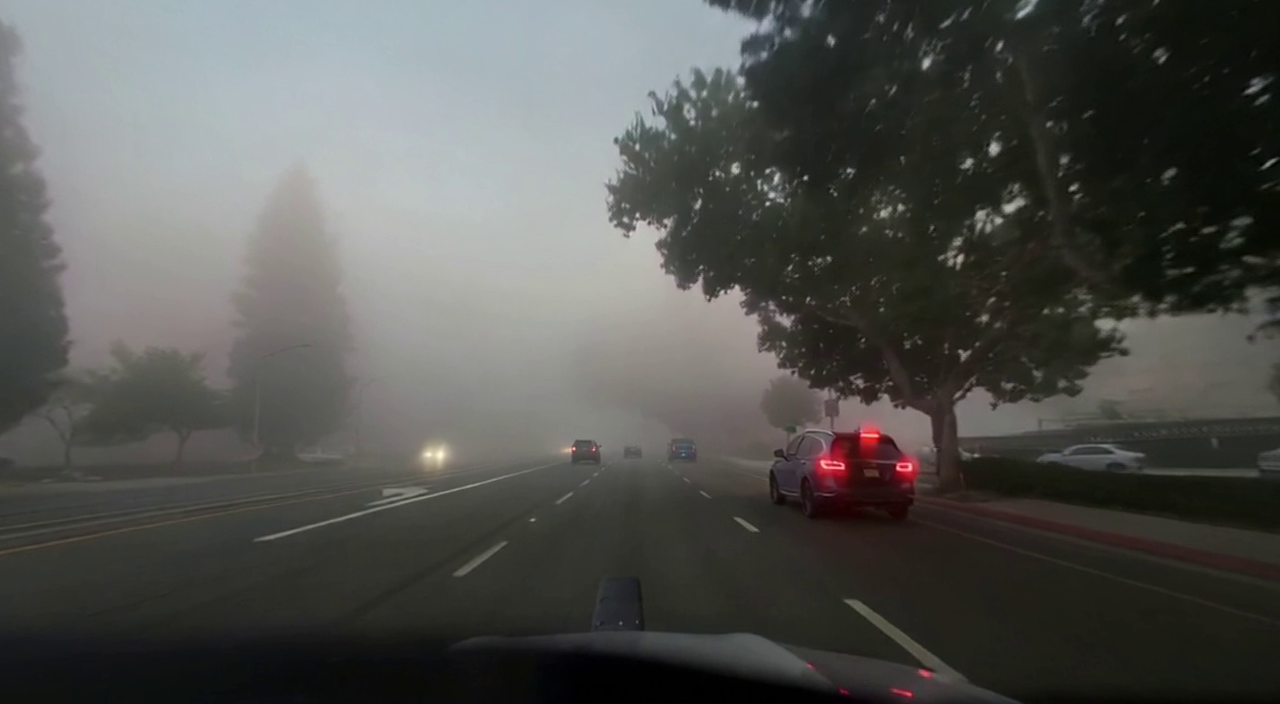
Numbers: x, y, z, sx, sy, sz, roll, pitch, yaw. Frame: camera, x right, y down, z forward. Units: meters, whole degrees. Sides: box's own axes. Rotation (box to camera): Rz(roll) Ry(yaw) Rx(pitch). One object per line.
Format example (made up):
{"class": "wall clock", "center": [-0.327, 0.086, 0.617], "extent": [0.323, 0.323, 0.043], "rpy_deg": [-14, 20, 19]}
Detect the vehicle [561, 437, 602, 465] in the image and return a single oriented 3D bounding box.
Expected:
{"class": "vehicle", "center": [-3.920, 6.759, 43.403], "extent": [2.220, 1.793, 4.885], "rpy_deg": [0, -8, 1]}

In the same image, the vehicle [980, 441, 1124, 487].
{"class": "vehicle", "center": [16.379, 4.453, 25.290], "extent": [4.407, 1.494, 1.799], "rpy_deg": [-3, -8, 0]}

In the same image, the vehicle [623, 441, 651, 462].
{"class": "vehicle", "center": [-0.247, 7.502, 47.832], "extent": [2.074, 1.463, 4.016], "rpy_deg": [0, -8, -1]}

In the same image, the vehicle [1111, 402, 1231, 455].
{"class": "vehicle", "center": [36.893, 5.369, 43.973], "extent": [5.871, 3.300, 2.842], "rpy_deg": [-1, -10, -10]}

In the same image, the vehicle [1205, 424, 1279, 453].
{"class": "vehicle", "center": [43.686, 6.173, 44.992], "extent": [5.684, 1.930, 2.025], "rpy_deg": [2, -8, -13]}

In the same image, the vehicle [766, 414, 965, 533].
{"class": "vehicle", "center": [3.899, 2.177, 11.907], "extent": [2.060, 1.816, 4.343], "rpy_deg": [0, -8, -1]}

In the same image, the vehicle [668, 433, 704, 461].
{"class": "vehicle", "center": [3.402, 7.123, 47.456], "extent": [2.197, 2.034, 4.667], "rpy_deg": [1, -8, -2]}

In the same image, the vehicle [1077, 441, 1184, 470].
{"class": "vehicle", "center": [28.073, 5.923, 36.267], "extent": [4.413, 1.580, 2.028], "rpy_deg": [0, -8, 2]}
